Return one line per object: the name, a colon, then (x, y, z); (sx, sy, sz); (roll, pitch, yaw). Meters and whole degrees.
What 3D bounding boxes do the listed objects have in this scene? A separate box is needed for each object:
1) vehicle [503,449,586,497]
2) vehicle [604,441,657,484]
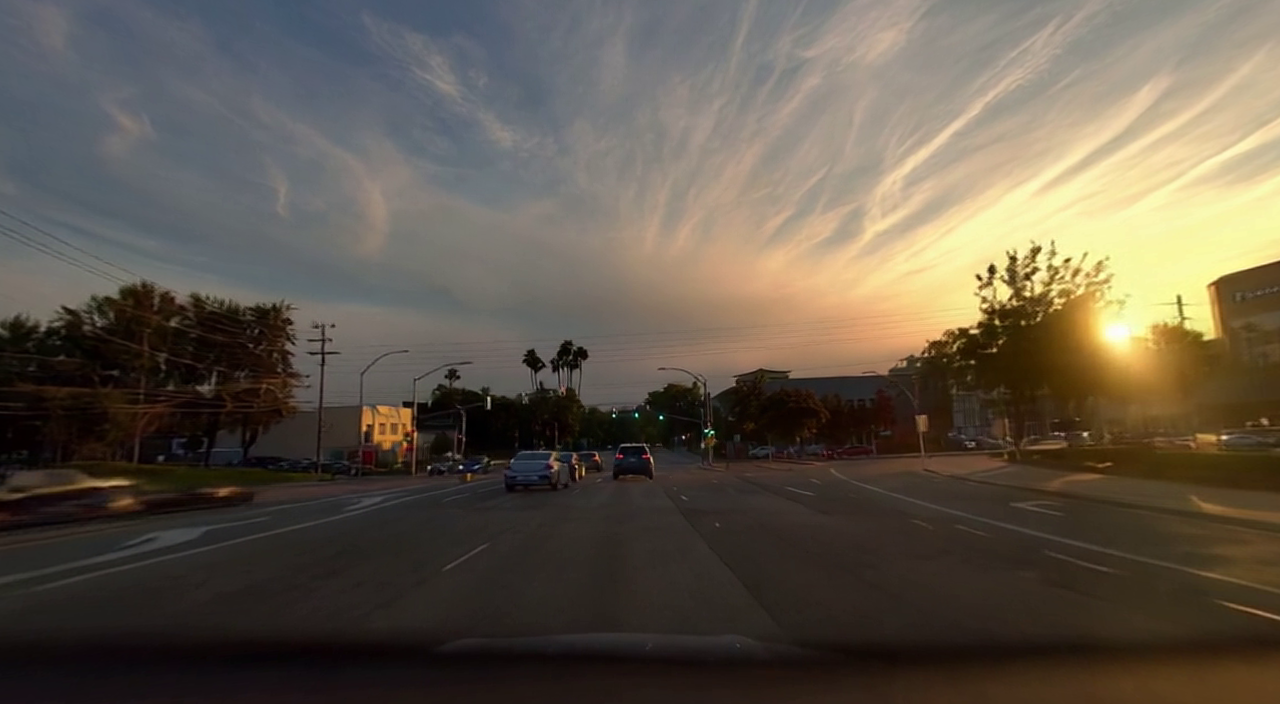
vehicle: (-3.133, 4.073, 21.719); (2.064, 1.464, 4.373); (0, -8, 2)
vehicle: (-0.383, 5.130, 29.540); (2.276, 1.850, 3.897); (0, -8, 1)
